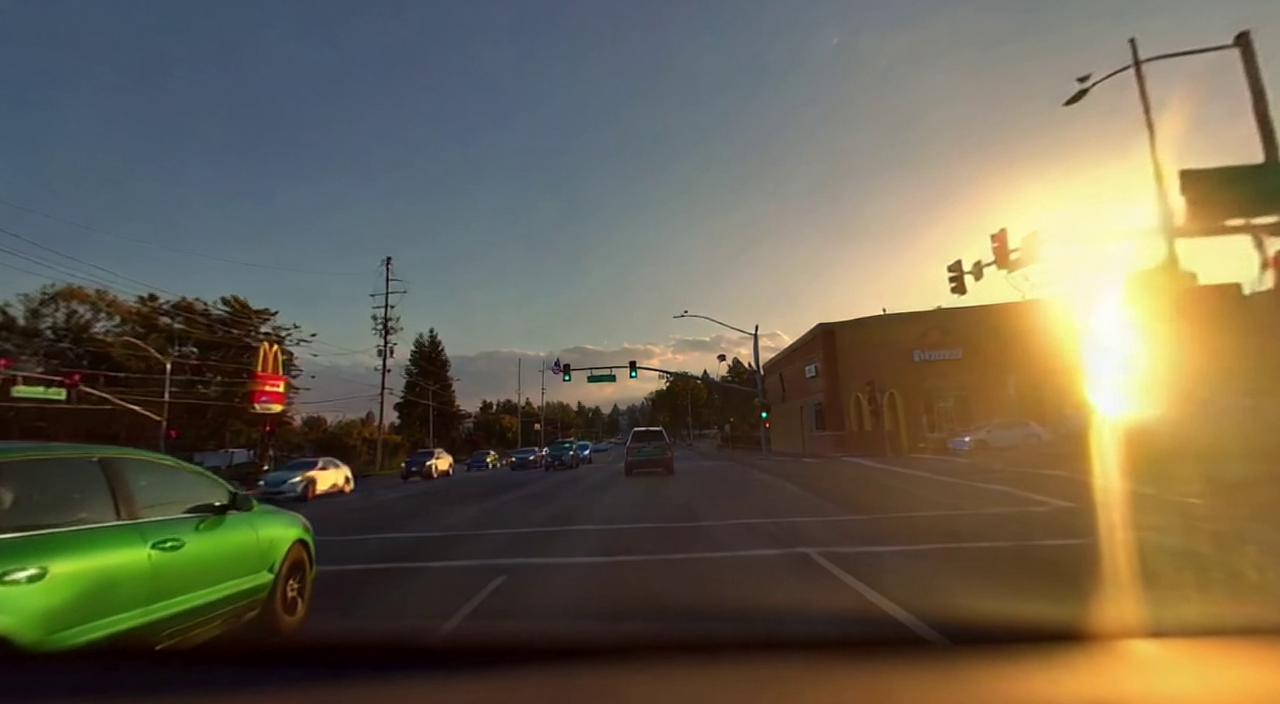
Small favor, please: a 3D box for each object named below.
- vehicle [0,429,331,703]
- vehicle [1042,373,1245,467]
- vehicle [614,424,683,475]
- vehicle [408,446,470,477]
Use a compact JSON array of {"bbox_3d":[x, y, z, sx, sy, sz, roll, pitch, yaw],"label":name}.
[{"bbox_3d":[-3.632,1.149,3.189,1.996,1.463,4.094,-1,-8,1],"label":"vehicle"},{"bbox_3d":[13.703,1.904,17.054,5.877,2.148,2.452,5,-10,-34],"label":"vehicle"},{"bbox_3d":[0.255,3.952,25.826,2.513,1.854,5.235,0,-8,-1],"label":"vehicle"},{"bbox_3d":[-11.436,6.236,36.212,2.184,1.641,4.429,0,-8,-1],"label":"vehicle"}]
